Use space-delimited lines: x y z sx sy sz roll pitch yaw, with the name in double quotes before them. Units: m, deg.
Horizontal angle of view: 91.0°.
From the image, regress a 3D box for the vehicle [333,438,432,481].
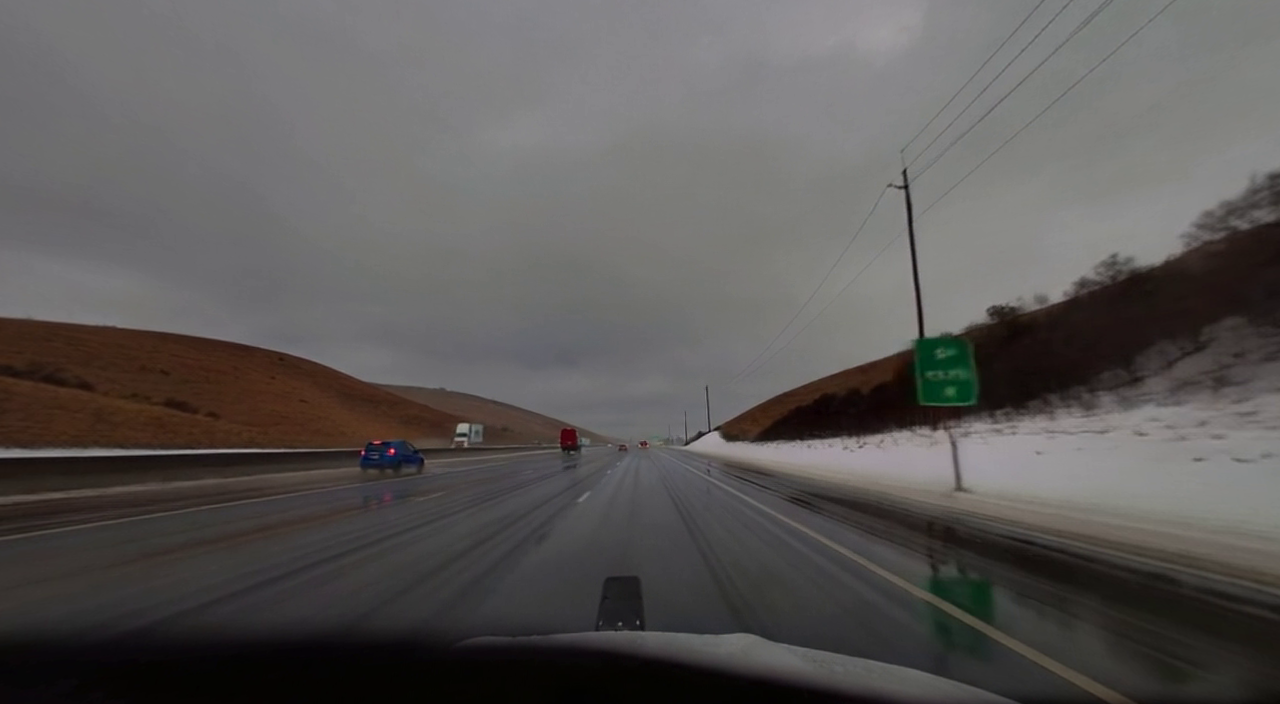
"vehicle" -10.351 4.359 25.762 1.971 1.558 4.847 0 -8 0
